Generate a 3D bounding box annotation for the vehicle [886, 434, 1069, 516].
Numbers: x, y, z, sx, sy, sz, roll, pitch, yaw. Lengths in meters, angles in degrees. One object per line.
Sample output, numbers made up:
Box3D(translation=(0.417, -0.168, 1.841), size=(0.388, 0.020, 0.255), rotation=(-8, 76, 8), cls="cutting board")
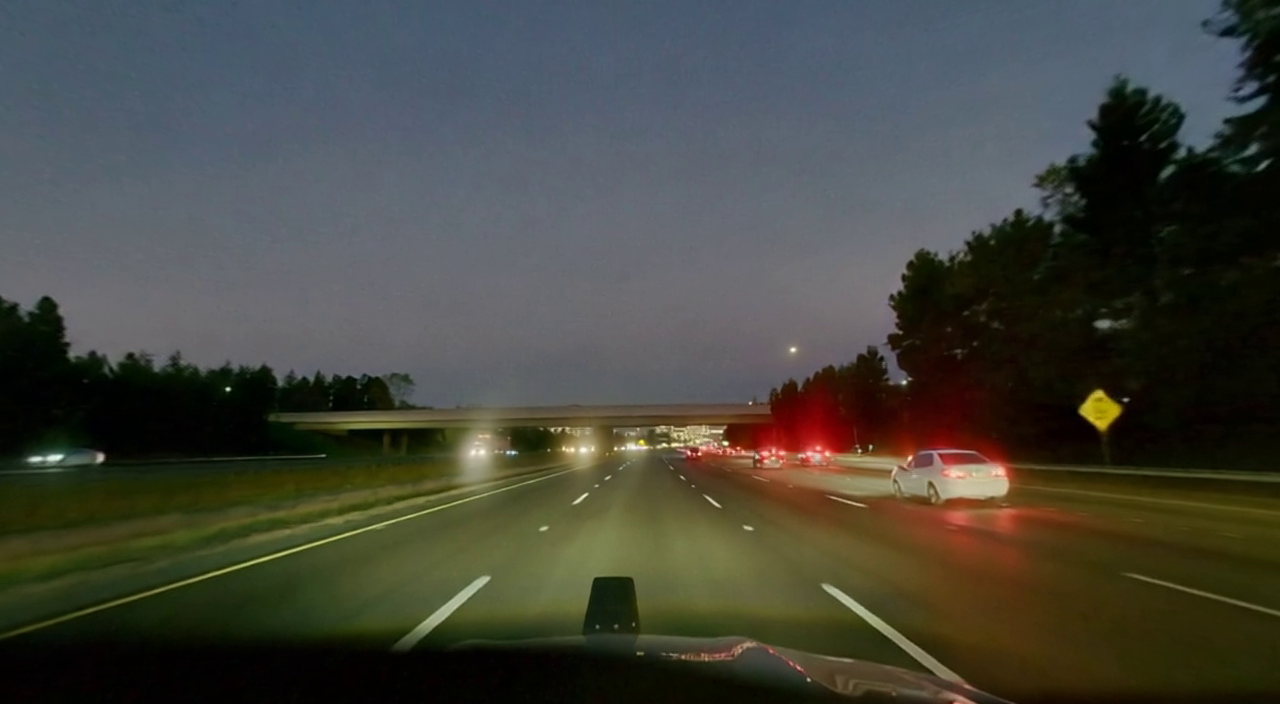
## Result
Box3D(translation=(7.659, 2.807, 14.938), size=(1.862, 1.613, 4.316), rotation=(0, -9, -1), cls="vehicle")
